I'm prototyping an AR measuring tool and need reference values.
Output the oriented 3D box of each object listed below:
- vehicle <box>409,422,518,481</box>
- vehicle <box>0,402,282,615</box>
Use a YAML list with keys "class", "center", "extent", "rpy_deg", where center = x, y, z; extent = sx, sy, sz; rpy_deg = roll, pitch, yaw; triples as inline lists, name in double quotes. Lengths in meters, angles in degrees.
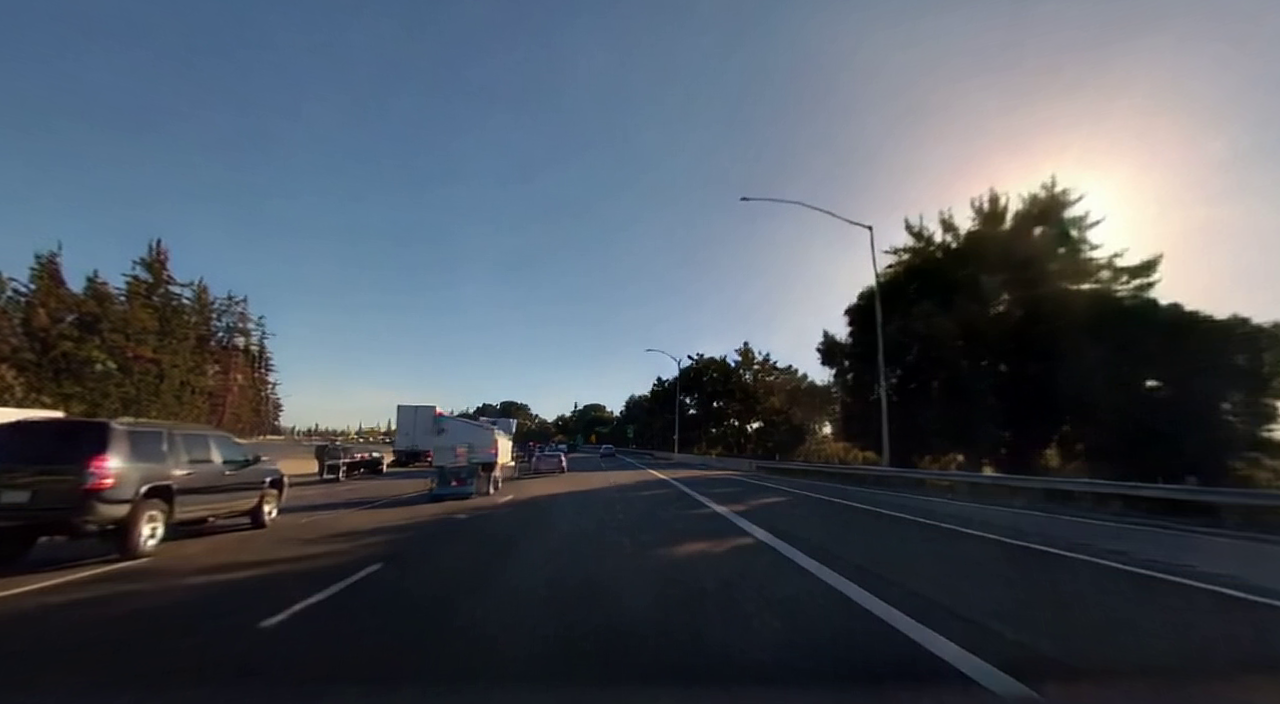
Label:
- class: "vehicle"
  center: [-9.476, 5.611, 36.210]
  extent: [3.270, 2.674, 14.547]
  rpy_deg: [0, -8, -5]
- class: "vehicle"
  center: [-6.574, 1.611, 7.269]
  extent: [2.093, 1.785, 5.303]
  rpy_deg: [0, -8, -4]
